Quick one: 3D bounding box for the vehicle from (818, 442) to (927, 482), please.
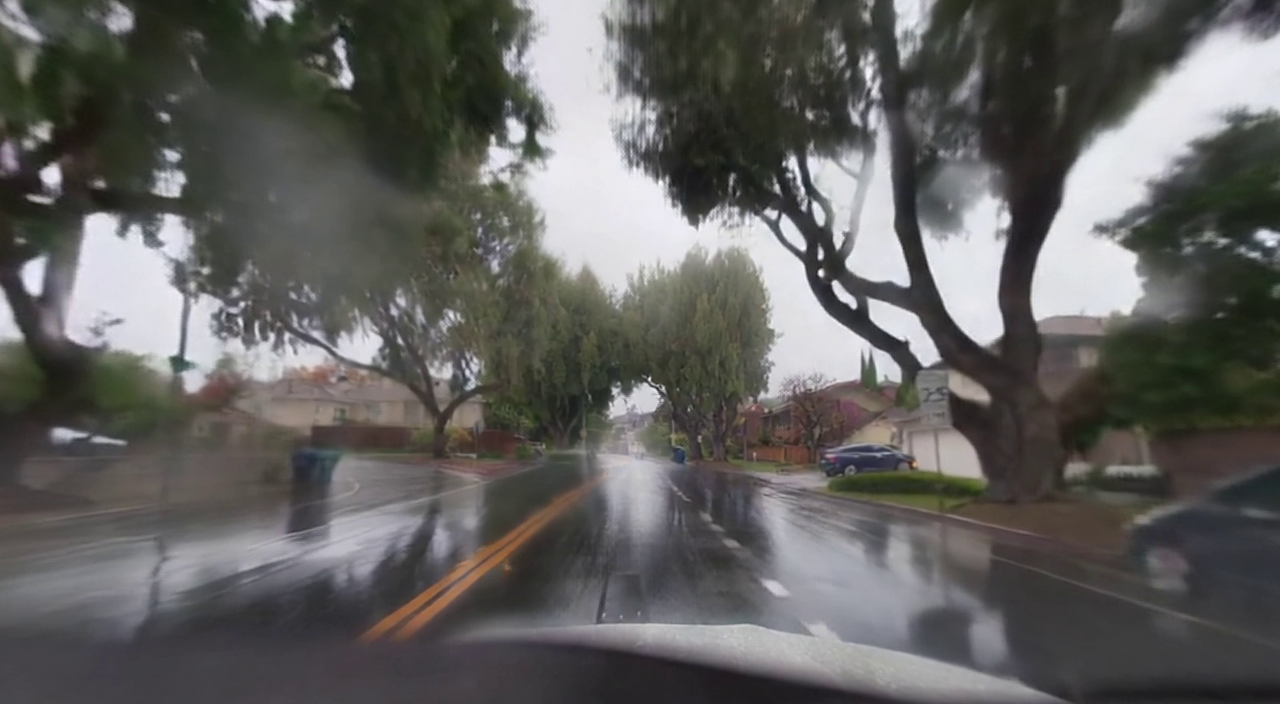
[{"bbox_3d":[11.047,5.234,30.296,4.453,1.590,1.861,-3,-6,2],"label":"vehicle"}]

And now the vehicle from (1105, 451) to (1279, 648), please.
[{"bbox_3d":[5.862,1.375,3.999,2.087,1.446,4.755,0,-9,-2],"label":"vehicle"}]
